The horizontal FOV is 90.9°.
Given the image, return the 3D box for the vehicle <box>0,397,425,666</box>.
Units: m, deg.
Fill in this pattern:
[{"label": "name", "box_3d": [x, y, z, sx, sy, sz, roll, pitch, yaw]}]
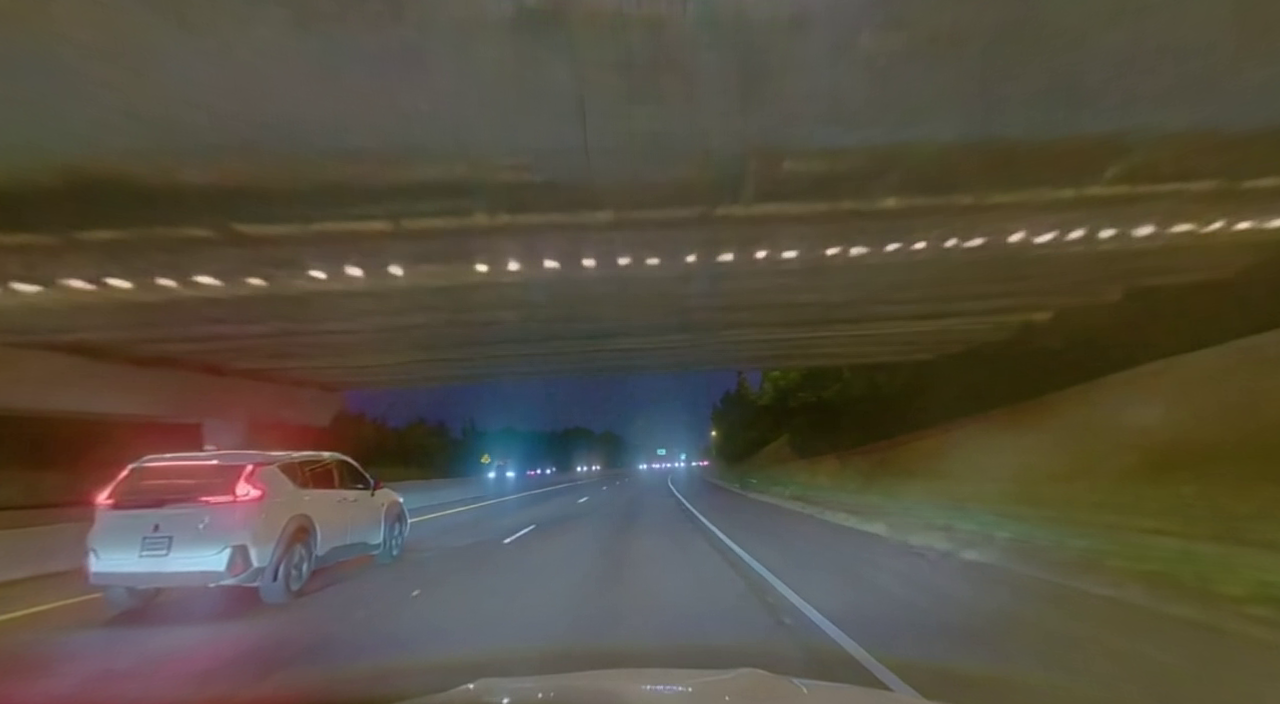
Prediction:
[{"label": "vehicle", "box_3d": [-4.127, 1.572, 6.464, 2.141, 1.697, 4.641, 1, -10, 0]}]
